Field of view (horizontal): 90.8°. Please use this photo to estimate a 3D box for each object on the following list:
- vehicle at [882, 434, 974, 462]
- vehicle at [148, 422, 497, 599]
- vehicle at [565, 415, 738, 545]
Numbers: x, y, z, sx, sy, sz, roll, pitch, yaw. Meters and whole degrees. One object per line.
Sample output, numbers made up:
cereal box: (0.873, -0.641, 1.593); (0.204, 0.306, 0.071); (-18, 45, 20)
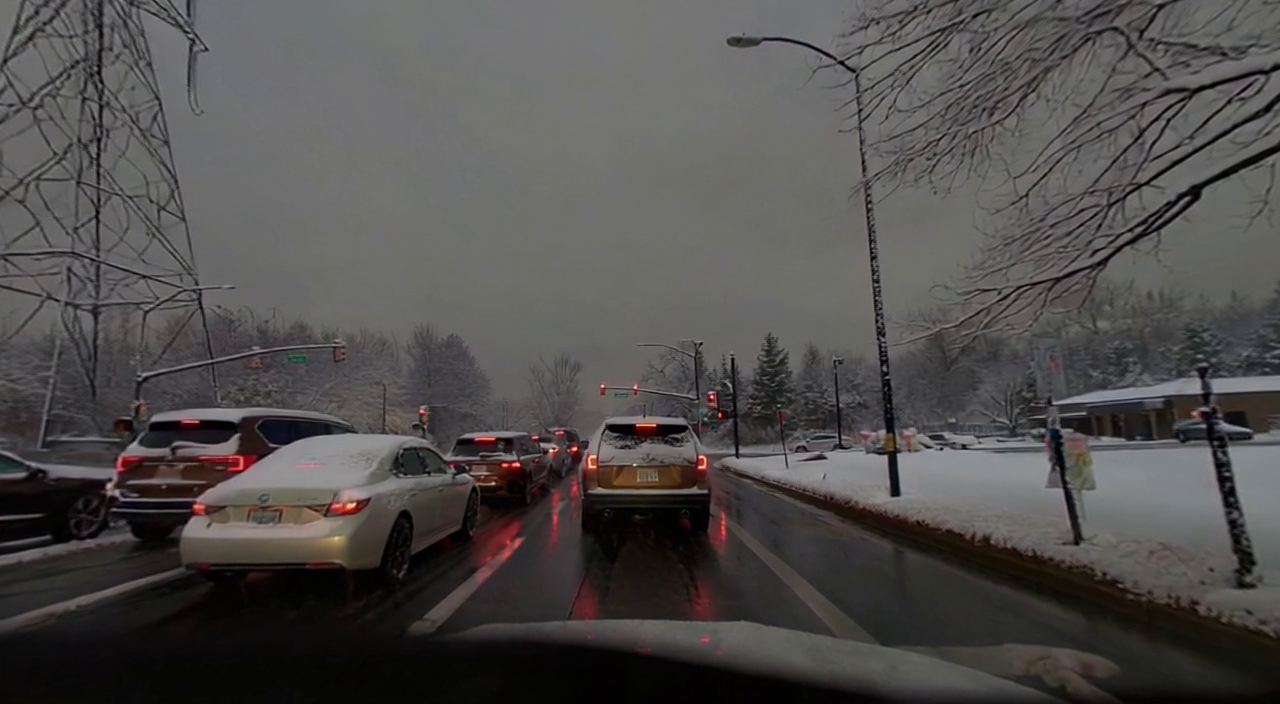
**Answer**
vehicle: (15.077, 5.036, 33.171); (3.858, 1.437, 1.899); (1, -8, -5)
vehicle: (-3.181, 1.663, 7.610); (1.973, 1.469, 4.448); (0, -8, -1)
vehicle: (0.092, 1.966, 10.359); (2.239, 1.661, 4.224); (0, -8, -2)
